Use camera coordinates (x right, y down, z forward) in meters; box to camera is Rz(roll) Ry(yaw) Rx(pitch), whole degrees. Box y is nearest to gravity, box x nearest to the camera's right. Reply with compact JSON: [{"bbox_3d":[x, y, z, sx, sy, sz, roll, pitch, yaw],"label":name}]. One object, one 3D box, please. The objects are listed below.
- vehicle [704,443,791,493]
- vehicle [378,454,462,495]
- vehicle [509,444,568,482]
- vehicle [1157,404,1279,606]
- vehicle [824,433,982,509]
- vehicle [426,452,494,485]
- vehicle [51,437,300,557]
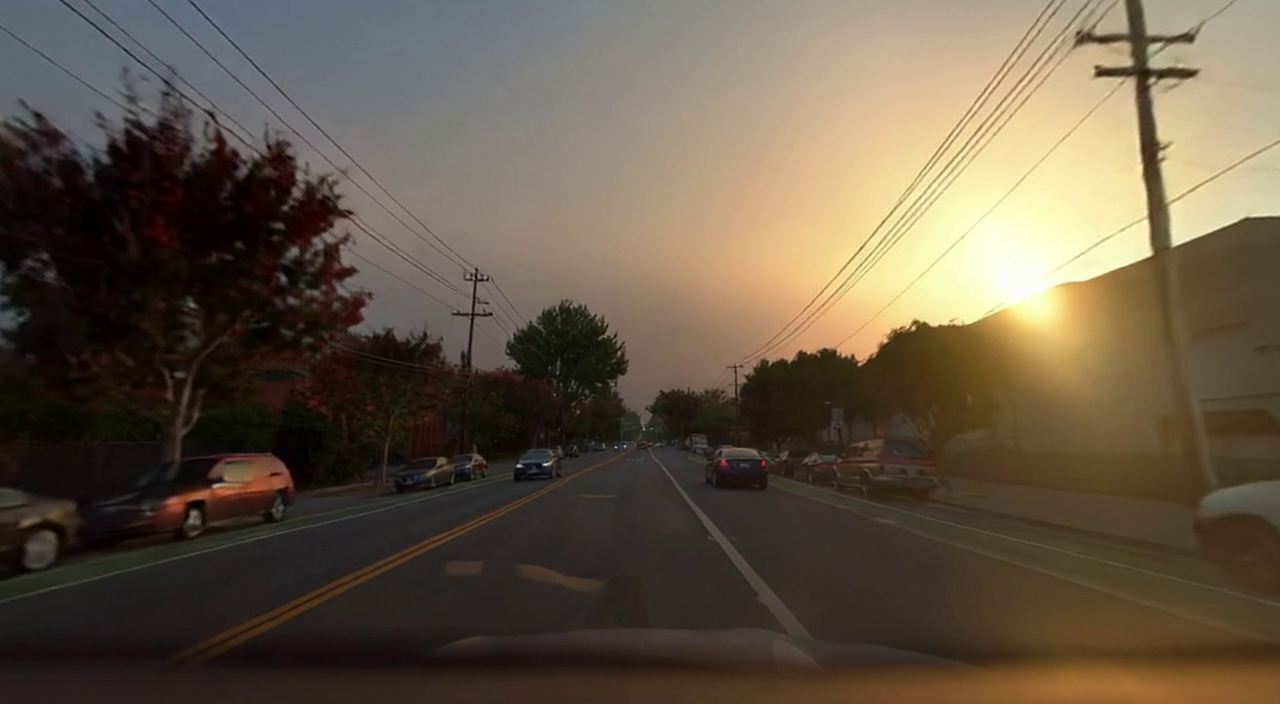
[{"bbox_3d":[3.550,3.933,21.804,2.059,1.489,4.629,0,-9,-1],"label":"vehicle"},{"bbox_3d":[-9.355,5.220,27.214,1.944,1.524,4.404,-1,-8,1],"label":"vehicle"},{"bbox_3d":[-4.661,5.163,29.666,2.010,1.588,4.186,-1,-8,1],"label":"vehicle"},{"bbox_3d":[7.643,1.313,4.881,2.380,2.030,5.861,-1,-9,1],"label":"vehicle"},{"bbox_3d":[7.725,3.555,19.473,2.250,1.935,6.052,0,-8,0],"label":"vehicle"},{"bbox_3d":[-9.179,5.969,32.592,2.117,1.474,4.740,-1,-8,0],"label":"vehicle"},{"bbox_3d":[-9.480,2.916,13.503,1.981,1.975,4.534,-3,-8,-2],"label":"vehicle"}]
